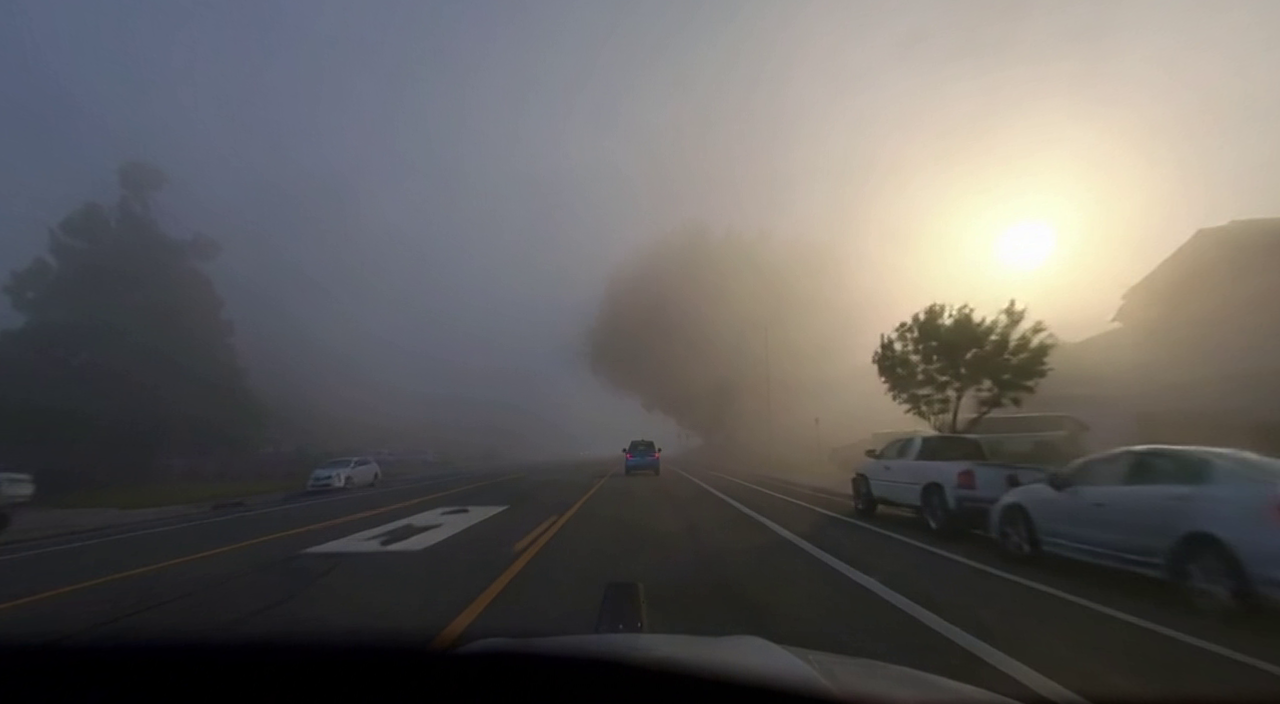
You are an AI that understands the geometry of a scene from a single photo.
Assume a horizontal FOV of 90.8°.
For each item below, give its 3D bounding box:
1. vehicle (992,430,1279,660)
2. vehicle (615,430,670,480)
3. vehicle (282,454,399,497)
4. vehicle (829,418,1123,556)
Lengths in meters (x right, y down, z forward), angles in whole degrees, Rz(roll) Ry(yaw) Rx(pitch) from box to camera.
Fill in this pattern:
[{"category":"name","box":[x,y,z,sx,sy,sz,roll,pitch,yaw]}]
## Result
[{"category":"vehicle","box":[5.066,1.406,5.197,1.902,1.472,4.139,0,-8,-1]},{"category":"vehicle","box":[0.071,4.412,27.253,2.153,1.942,4.767,0,-8,-1]},{"category":"vehicle","box":[-12.446,5.125,26.754,2.192,1.541,5.391,-1,-8,2]},{"category":"vehicle","box":[4.987,2.058,10.423,2.153,1.730,4.659,0,-8,-2]}]
